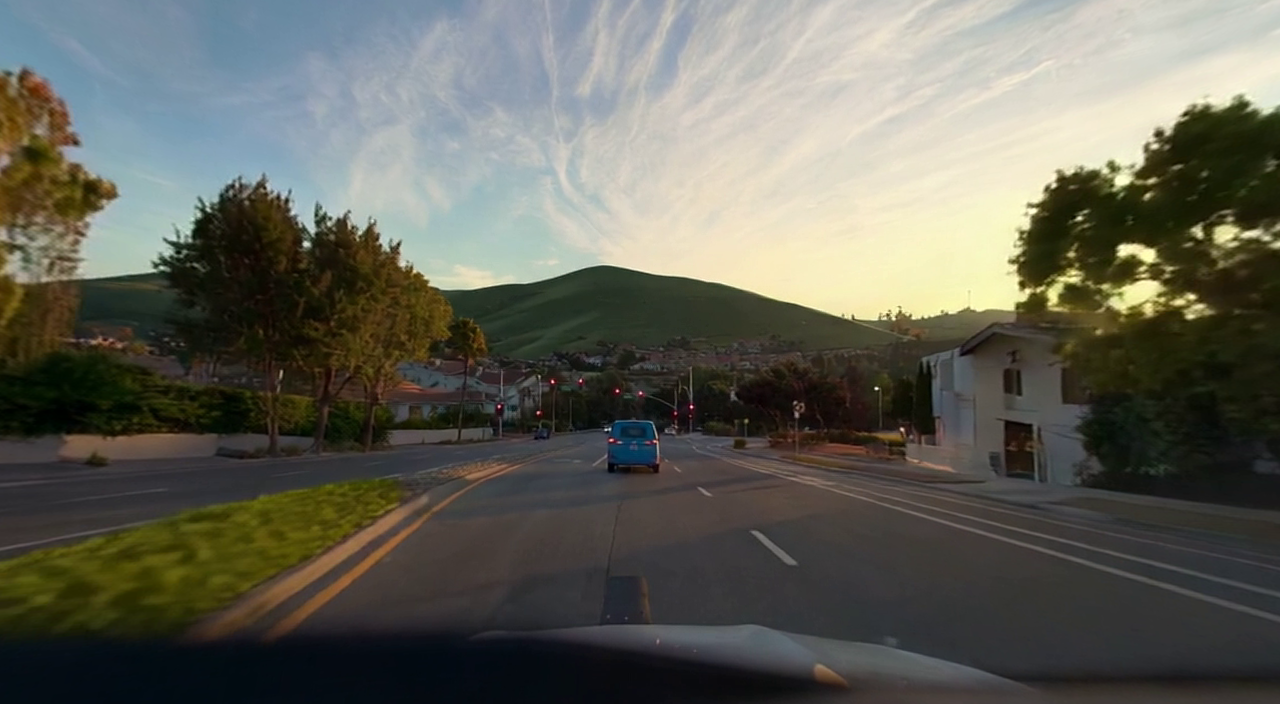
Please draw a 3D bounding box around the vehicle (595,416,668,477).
[{"bbox_3d":[-0.274,3.154,21.141,2.185,1.822,4.391,0,-8,0],"label":"vehicle"}]
